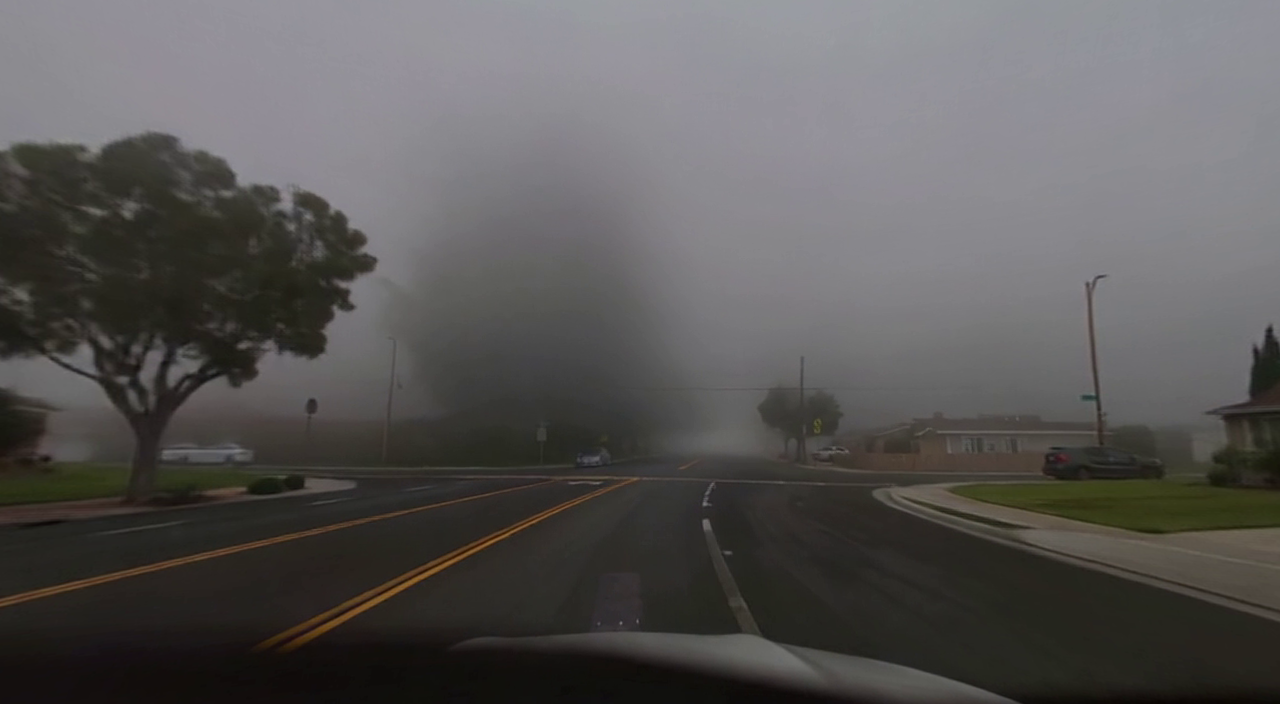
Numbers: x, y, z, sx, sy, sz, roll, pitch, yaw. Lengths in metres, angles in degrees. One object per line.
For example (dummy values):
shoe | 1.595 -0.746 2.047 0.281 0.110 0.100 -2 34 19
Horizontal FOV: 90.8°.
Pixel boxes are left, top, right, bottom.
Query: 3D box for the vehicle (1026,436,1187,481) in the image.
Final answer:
vehicle | 21.641 4.999 29.584 5.484 1.842 2.188 -4 -10 8

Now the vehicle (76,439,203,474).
vehicle | -29.041 6.060 36.724 5.754 1.892 2.236 -1 -9 7

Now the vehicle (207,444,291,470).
vehicle | -28.028 7.527 45.338 4.793 1.745 2.012 -1 -9 7
